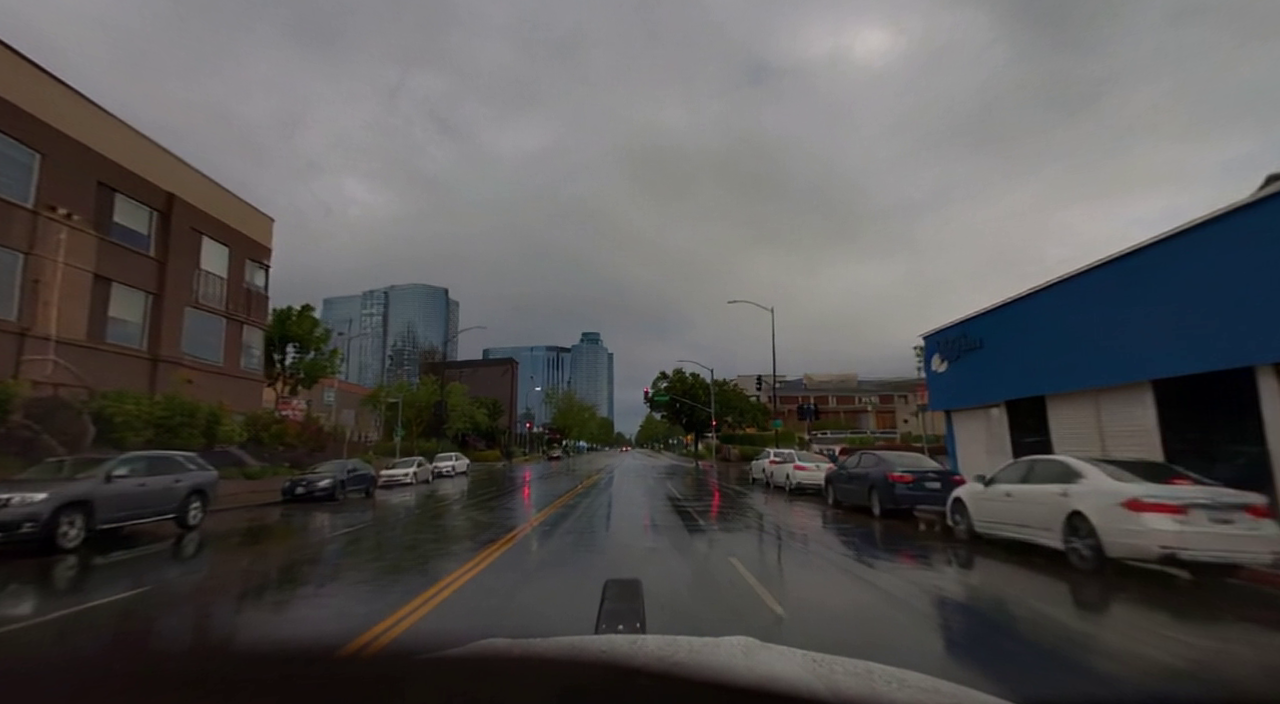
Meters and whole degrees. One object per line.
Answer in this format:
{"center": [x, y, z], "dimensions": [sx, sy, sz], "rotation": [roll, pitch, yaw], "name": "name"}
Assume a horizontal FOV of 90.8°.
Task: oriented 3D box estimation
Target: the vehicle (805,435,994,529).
{"center": [5.749, 2.917, 14.970], "dimensions": [2.227, 1.811, 5.172], "rotation": [0, -8, -1], "name": "vehicle"}

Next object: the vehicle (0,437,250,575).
{"center": [-9.848, 2.503, 11.299], "dimensions": [2.228, 1.863, 5.407], "rotation": [-1, -8, 1], "name": "vehicle"}

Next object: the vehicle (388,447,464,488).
{"center": [-10.196, 5.504, 30.575], "dimensions": [1.967, 1.749, 4.841], "rotation": [0, -8, 0], "name": "vehicle"}

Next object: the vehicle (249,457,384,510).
{"center": [-10.177, 4.124, 20.339], "dimensions": [1.953, 1.387, 4.529], "rotation": [0, -8, 0], "name": "vehicle"}

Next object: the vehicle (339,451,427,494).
{"center": [-10.218, 4.800, 25.498], "dimensions": [1.839, 1.502, 4.185], "rotation": [0, -8, -1], "name": "vehicle"}

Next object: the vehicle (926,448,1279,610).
{"center": [6.154, 2.085, 8.630], "dimensions": [2.038, 1.482, 4.994], "rotation": [0, -8, -2], "name": "vehicle"}
